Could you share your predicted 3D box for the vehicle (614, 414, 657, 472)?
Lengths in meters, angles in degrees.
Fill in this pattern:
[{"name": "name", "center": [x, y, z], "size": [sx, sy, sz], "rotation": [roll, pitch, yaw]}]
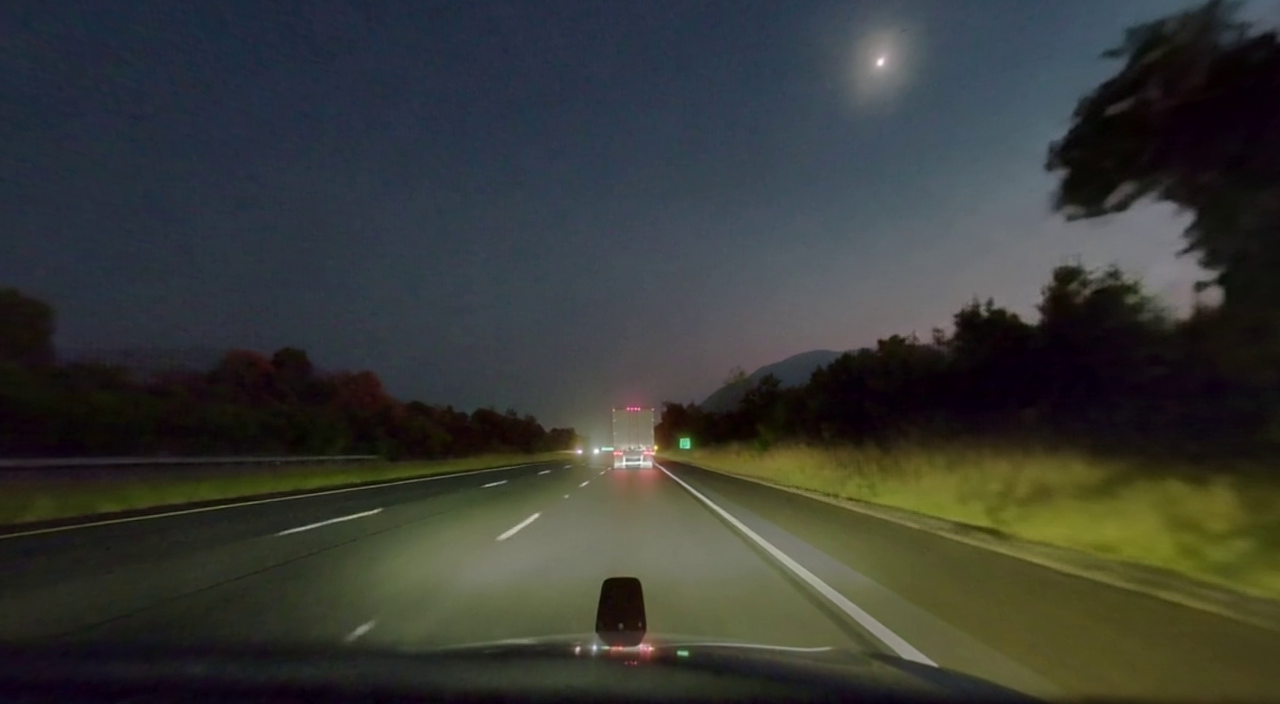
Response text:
[{"name": "vehicle", "center": [-0.411, 7.099, 48.951], "size": [2.982, 3.947, 11.075], "rotation": [0, -9, -1]}]
